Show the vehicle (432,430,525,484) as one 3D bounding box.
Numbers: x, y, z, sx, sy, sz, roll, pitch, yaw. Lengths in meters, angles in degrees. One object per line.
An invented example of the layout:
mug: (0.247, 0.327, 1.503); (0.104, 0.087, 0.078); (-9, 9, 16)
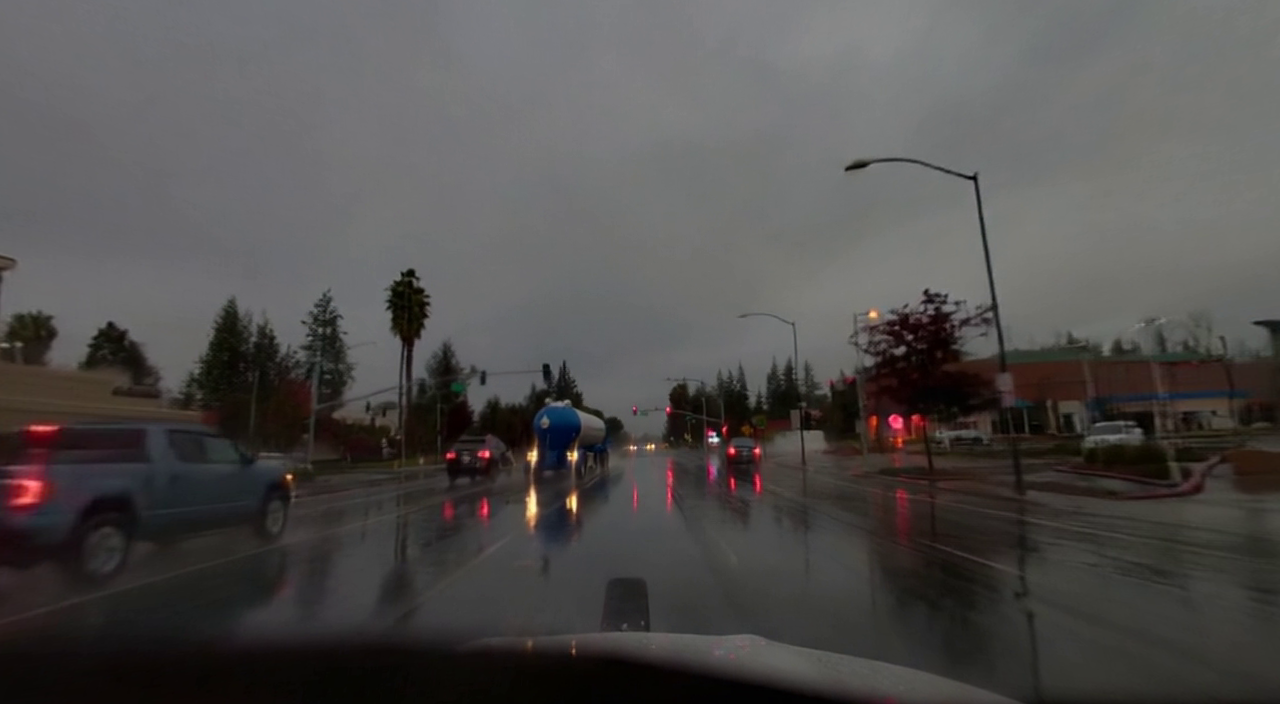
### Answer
vehicle: (-6.508, 4.316, 26.259); (2.375, 1.989, 5.497); (0, -8, 1)

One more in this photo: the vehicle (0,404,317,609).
vehicle: (-6.369, 1.676, 7.816); (2.179, 1.750, 4.621); (0, -8, 1)

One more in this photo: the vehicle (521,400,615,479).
vehicle: (-3.071, 4.456, 31.713); (2.841, 3.004, 14.901); (0, -8, 1)

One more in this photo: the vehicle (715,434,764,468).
vehicle: (5.997, 6.055, 38.699); (2.093, 1.926, 4.749); (0, -8, -2)

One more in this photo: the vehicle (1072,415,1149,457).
vehicle: (23.326, 4.184, 31.117); (2.380, 1.890, 5.620); (-8, -11, 41)
